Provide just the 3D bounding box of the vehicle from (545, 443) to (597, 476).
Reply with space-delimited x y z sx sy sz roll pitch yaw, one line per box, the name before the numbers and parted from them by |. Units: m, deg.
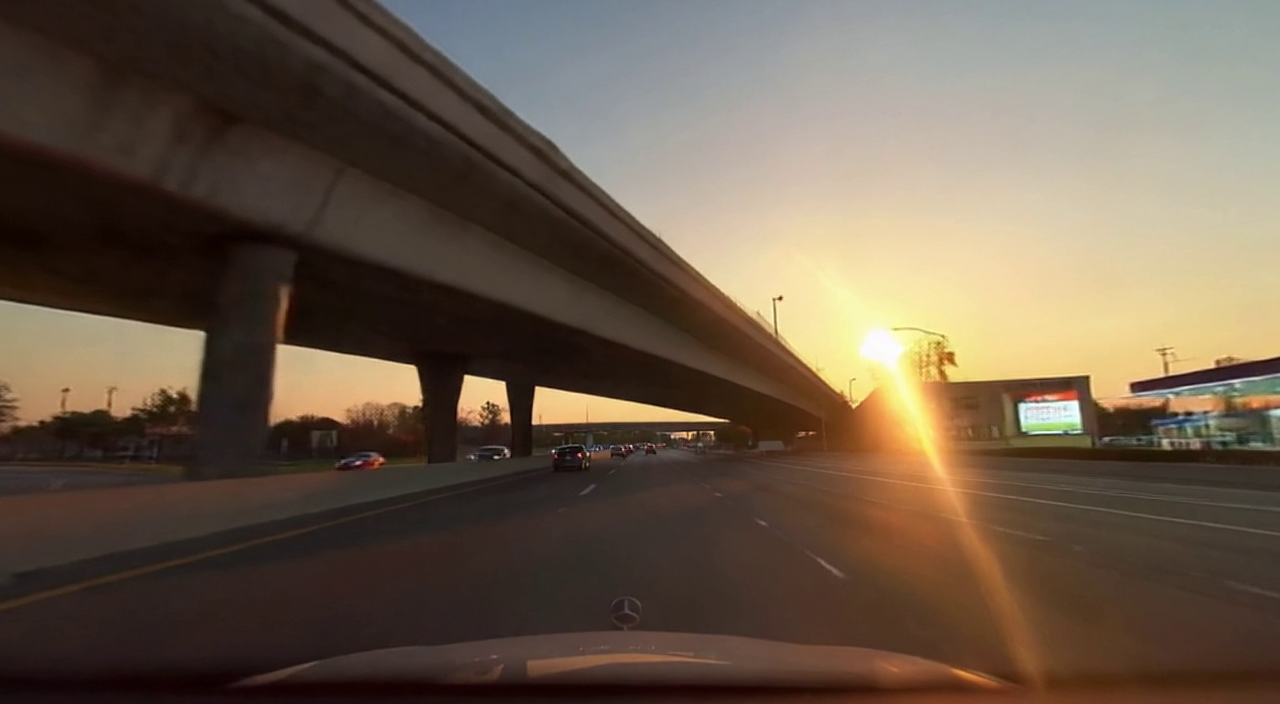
vehicle | -3.402 5.394 31.893 2.114 1.510 4.186 -1 -9 1
